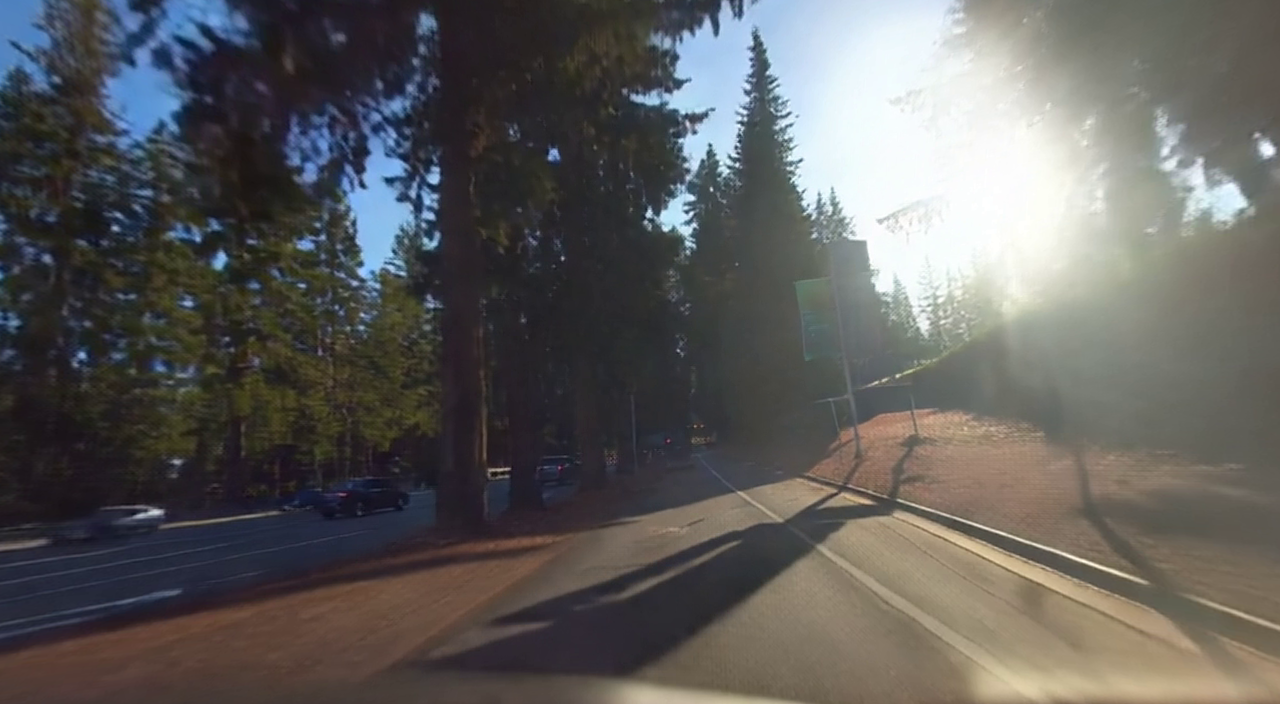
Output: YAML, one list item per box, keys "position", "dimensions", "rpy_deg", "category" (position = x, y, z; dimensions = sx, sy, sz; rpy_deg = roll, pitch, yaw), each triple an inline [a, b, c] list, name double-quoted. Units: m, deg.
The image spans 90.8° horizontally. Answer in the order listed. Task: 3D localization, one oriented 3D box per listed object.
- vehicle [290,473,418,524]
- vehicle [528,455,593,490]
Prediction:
- position: [-10.848, 5.574, 24.433]
  dimensions: [1.886, 1.535, 4.742]
  rpy_deg: [-2, -9, 14]
  category: "vehicle"
- position: [-4.283, 6.576, 34.875]
  dimensions: [2.049, 1.699, 4.860]
  rpy_deg: [-2, -9, 12]
  category: "vehicle"
